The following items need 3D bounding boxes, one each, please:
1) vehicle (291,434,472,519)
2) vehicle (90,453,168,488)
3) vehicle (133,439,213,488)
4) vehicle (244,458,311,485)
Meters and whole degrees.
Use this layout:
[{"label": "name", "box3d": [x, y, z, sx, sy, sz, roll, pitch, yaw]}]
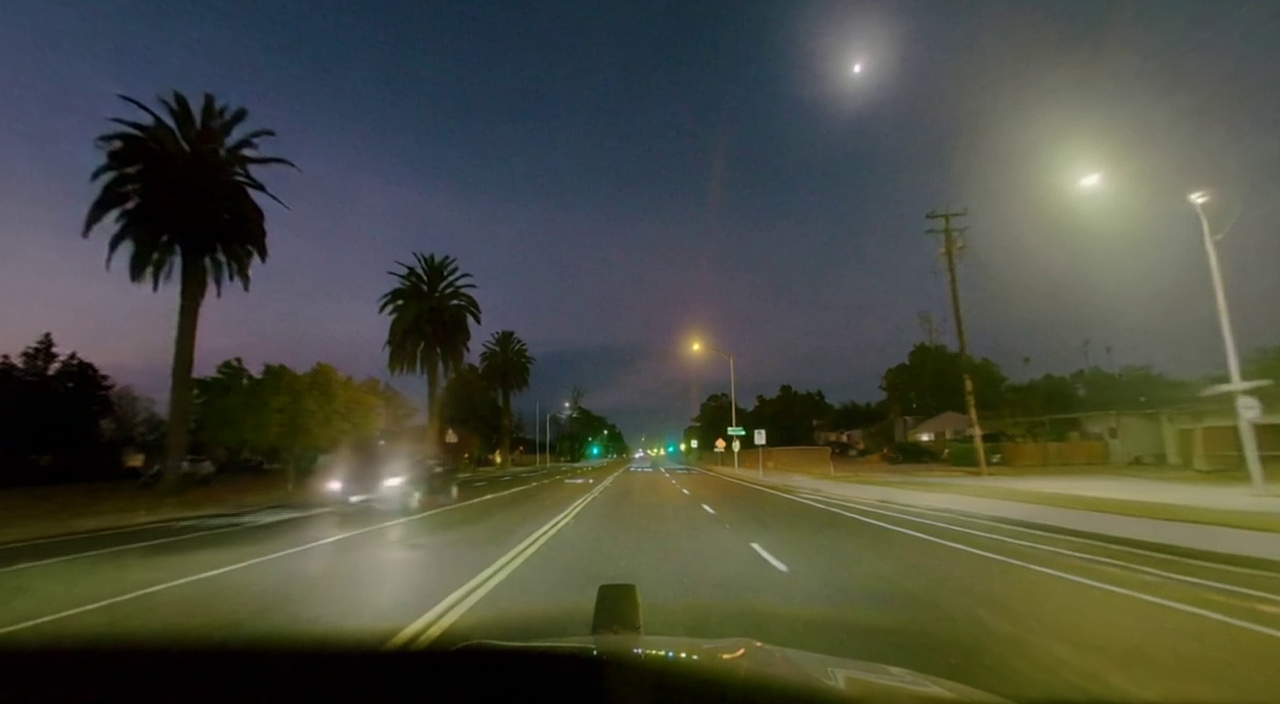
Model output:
[{"label": "vehicle", "box3d": [-6.361, 3.128, 16.602, 2.139, 1.794, 5.925, 0, -9, 1]}, {"label": "vehicle", "box3d": [-29.350, 6.809, 36.238, 4.687, 1.649, 1.993, -8, -6, 30]}, {"label": "vehicle", "box3d": [-31.529, 7.389, 42.565, 3.668, 2.687, 5.473, 1, -6, -43]}, {"label": "vehicle", "box3d": [-25.913, 8.527, 45.109, 4.546, 1.479, 2.103, -10, -10, 28]}]
